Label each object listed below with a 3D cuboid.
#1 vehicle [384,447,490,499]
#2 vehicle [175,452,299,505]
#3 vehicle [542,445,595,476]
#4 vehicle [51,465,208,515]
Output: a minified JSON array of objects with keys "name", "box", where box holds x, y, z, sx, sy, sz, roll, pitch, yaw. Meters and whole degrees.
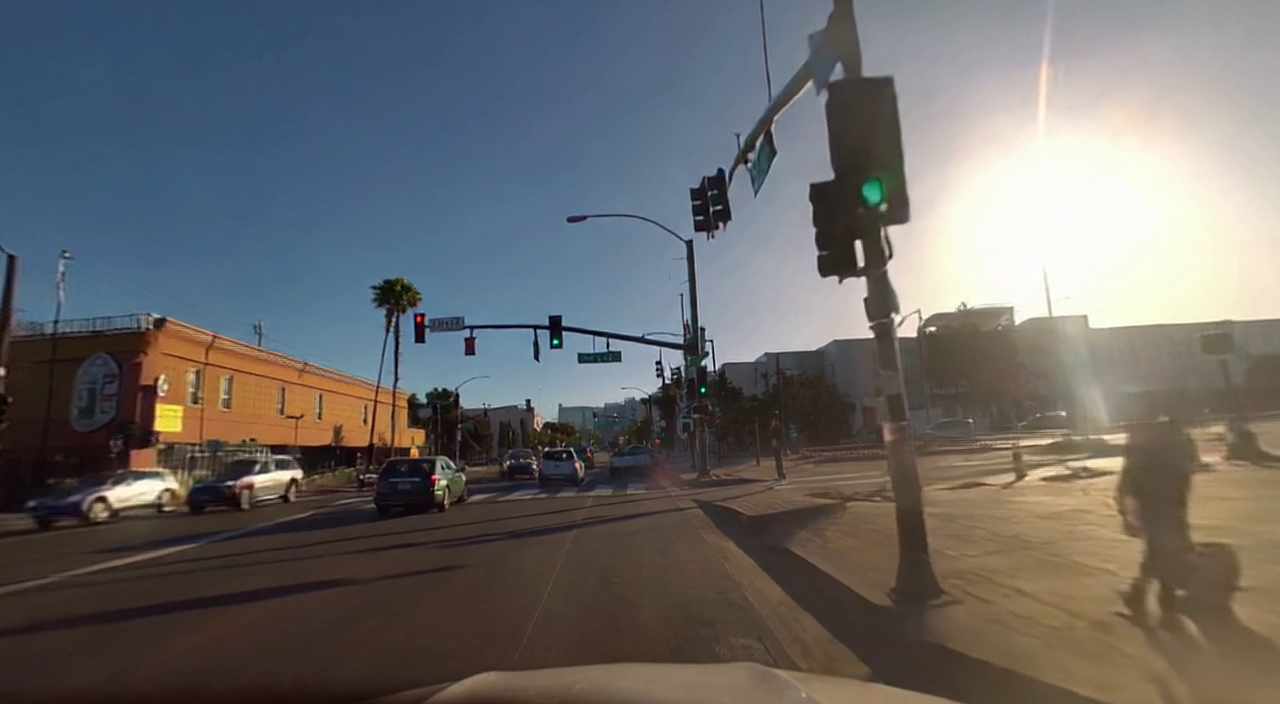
[{"name":"vehicle","box":[-6.519,3.920,20.876,1.960,1.479,4.654,0,-9,0]},{"name":"vehicle","box":[-15.641,4.897,24.758,2.139,1.692,4.099,-4,-9,1]},{"name":"vehicle","box":[-3.576,5.488,32.148,2.147,1.472,4.406,0,-9,0]},{"name":"vehicle","box":[-18.883,5.091,23.650,1.861,1.493,4.754,0,-9,1]}]
